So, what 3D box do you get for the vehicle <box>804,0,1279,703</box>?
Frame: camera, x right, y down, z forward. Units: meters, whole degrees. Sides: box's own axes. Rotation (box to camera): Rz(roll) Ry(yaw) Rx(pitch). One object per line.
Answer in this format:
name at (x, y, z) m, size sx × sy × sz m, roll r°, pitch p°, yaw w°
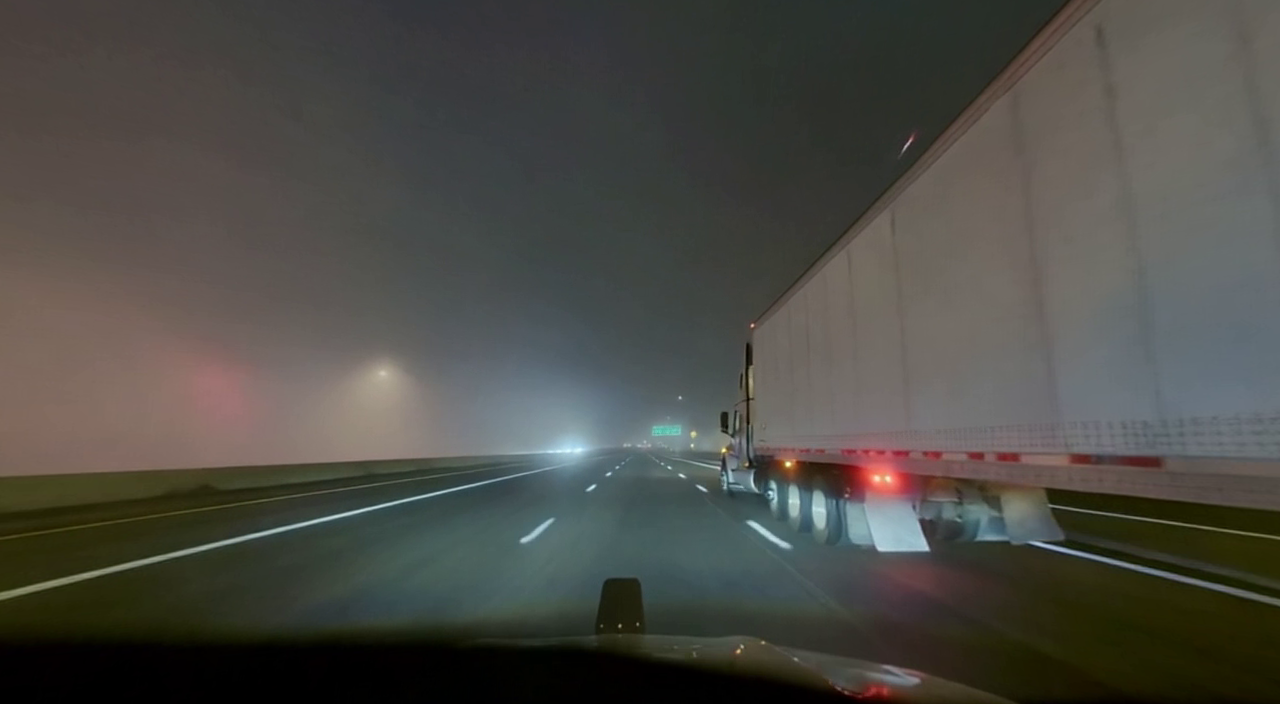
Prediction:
vehicle at (3.750, -0.592, 0.856) m, size 2.949 × 4.149 × 16.046 m, roll 0°, pitch -9°, yaw 1°
